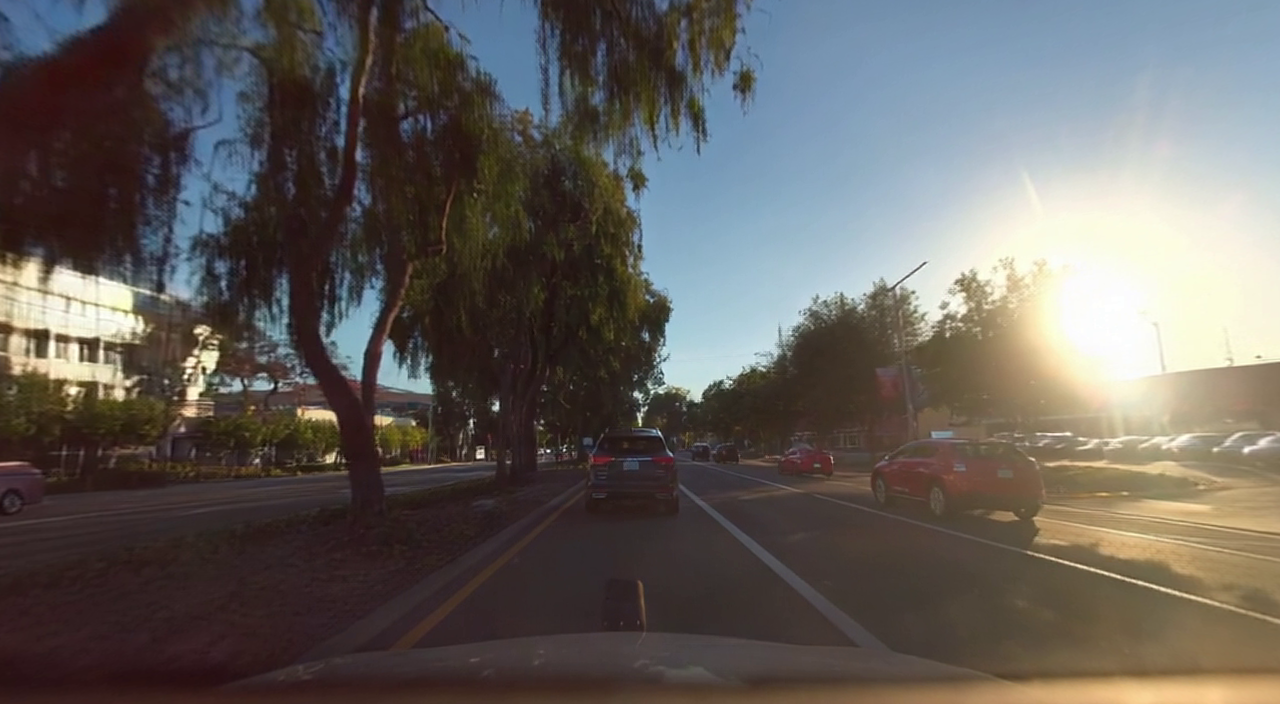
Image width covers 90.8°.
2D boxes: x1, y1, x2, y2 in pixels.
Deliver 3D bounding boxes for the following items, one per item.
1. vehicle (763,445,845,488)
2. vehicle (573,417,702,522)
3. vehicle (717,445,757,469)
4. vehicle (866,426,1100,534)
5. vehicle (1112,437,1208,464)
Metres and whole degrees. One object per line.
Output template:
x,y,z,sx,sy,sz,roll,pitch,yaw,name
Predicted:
6.461,4.530,25.450,2.035,1.553,4.465,0,-9,-1,vehicle
-0.054,2.447,13.612,2.320,1.880,4.192,0,-9,0,vehicle
6.535,7.105,43.004,1.914,1.523,4.287,0,-9,-2,vehicle
6.300,2.388,12.374,2.056,1.703,4.428,0,-9,0,vehicle
33.235,6.327,40.569,1.959,1.580,4.873,0,-9,0,vehicle
